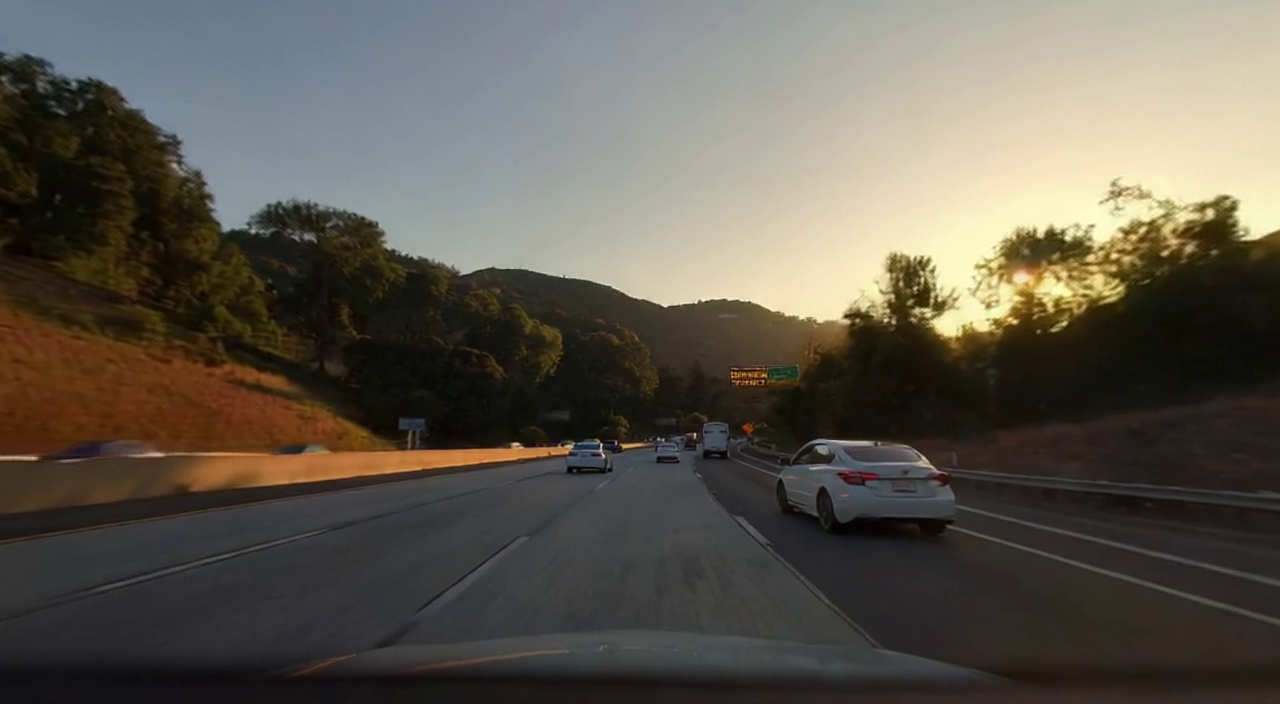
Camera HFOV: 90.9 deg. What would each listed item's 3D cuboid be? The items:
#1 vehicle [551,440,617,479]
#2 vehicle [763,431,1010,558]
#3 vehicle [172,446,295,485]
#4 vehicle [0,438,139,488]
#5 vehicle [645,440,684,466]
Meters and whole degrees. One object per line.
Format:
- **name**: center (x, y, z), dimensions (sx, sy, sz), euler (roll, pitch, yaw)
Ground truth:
- **vehicle**: center (-2.232, 4.455, 26.467), dimensions (2.031, 1.491, 4.792), euler (-1, -8, 4)
- **vehicle**: center (3.307, 1.987, 9.575), dimensions (2.013, 1.464, 4.317), euler (0, -8, 0)
- **vehicle**: center (-16.414, 4.593, 25.807), dimensions (1.880, 1.422, 4.410), euler (-1, -8, 4)
- **vehicle**: center (-19.810, 3.722, 21.512), dimensions (1.789, 1.520, 4.258), euler (-1, -8, 3)
- **vehicle**: center (1.524, 6.115, 38.197), dimensions (2.202, 1.467, 3.929), euler (-1, -8, 4)
